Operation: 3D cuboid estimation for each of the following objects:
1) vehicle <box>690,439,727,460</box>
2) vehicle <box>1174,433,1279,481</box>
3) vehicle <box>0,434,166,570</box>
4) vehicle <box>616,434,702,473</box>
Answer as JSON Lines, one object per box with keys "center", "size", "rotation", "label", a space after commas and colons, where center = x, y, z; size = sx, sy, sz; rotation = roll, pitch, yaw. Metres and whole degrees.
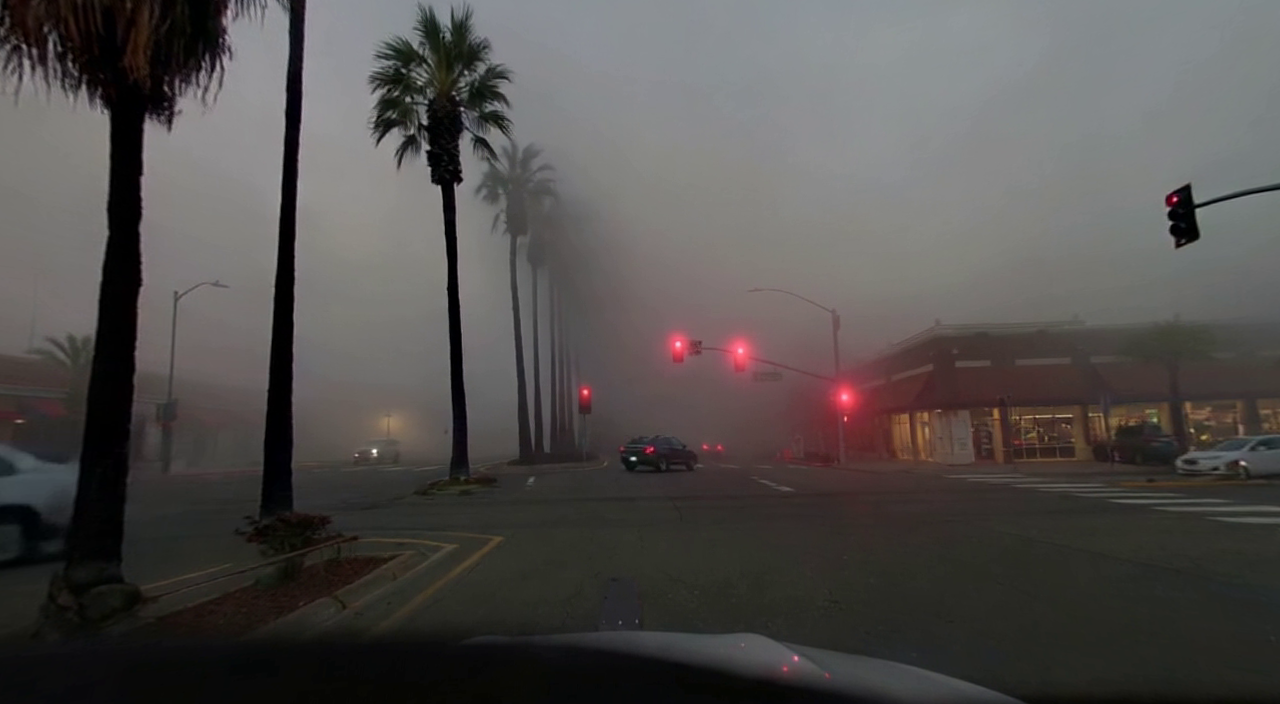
{"center": [5.141, 7.385, 47.745], "size": [1.890, 1.572, 3.826], "rotation": [1, -9, -7], "label": "vehicle"}
{"center": [23.498, 3.926, 23.631], "size": [4.722, 1.717, 2.000], "rotation": [-3, -9, 17], "label": "vehicle"}
{"center": [-8.253, 1.699, 7.180], "size": [1.828, 1.512, 4.035], "rotation": [-5, -10, 30], "label": "vehicle"}
{"center": [0.991, 4.731, 29.598], "size": [1.999, 1.653, 4.603], "rotation": [-5, -10, 32], "label": "vehicle"}
